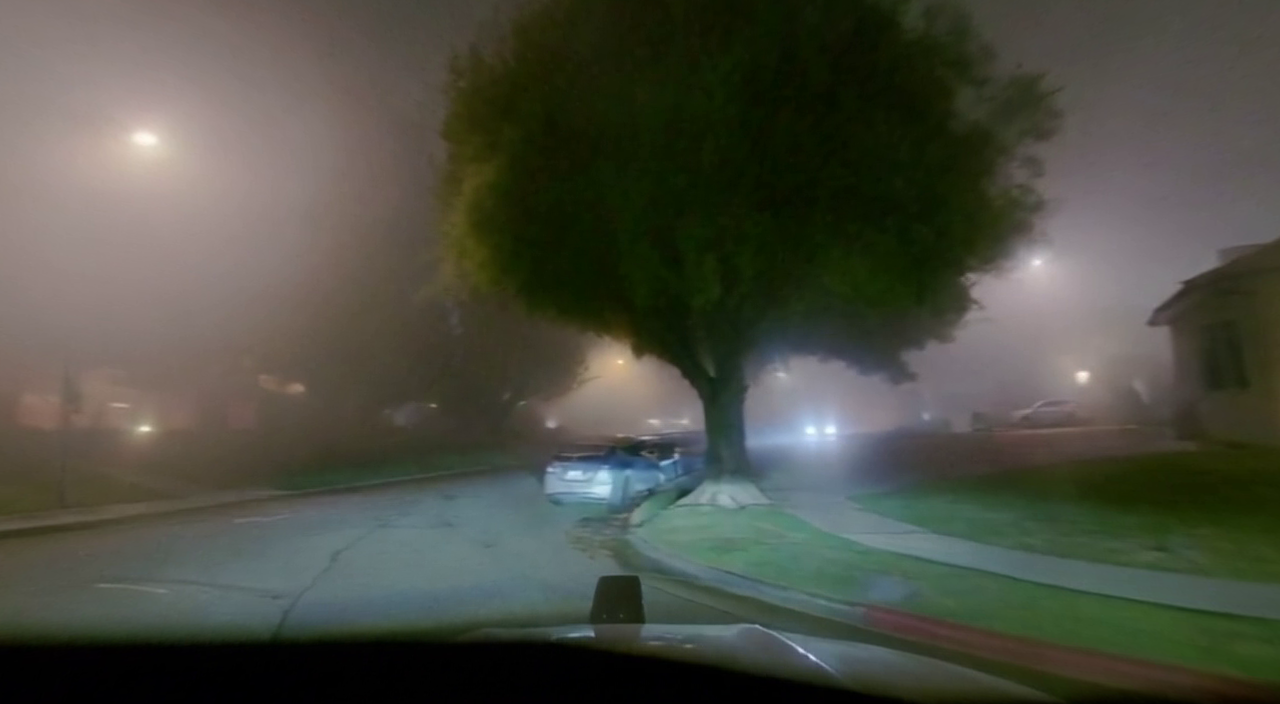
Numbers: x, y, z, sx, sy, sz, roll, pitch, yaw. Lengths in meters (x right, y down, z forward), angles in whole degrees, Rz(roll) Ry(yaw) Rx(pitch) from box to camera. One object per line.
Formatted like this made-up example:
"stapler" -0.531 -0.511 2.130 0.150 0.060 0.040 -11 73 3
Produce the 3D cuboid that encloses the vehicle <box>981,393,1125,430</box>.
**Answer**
"vehicle" 18.054 2.671 27.893 4.799 1.469 2.010 -2 -9 13

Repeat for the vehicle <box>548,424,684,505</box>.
"vehicle" -0.315 2.473 14.280 1.969 1.493 4.681 -2 -9 12
